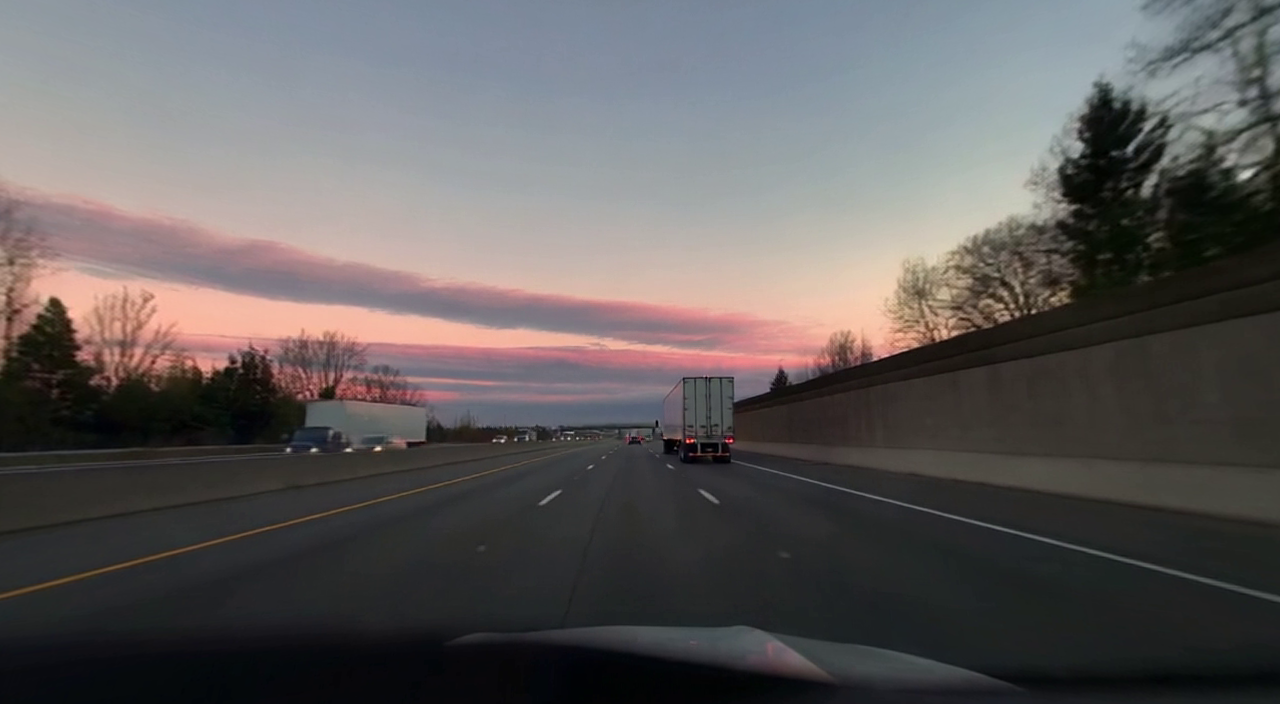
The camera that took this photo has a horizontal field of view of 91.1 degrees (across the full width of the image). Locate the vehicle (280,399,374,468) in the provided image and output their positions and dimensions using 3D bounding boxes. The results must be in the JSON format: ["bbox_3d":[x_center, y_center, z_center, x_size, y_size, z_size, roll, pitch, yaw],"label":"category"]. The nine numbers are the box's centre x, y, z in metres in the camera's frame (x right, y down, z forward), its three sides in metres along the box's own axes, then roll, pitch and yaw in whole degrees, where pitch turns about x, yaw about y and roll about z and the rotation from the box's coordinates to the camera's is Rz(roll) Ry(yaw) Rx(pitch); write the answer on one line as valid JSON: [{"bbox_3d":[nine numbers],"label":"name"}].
[{"bbox_3d":[-20.264,5.331,41.129,2.877,4.178,5.690,0,-7,3],"label":"vehicle"}]

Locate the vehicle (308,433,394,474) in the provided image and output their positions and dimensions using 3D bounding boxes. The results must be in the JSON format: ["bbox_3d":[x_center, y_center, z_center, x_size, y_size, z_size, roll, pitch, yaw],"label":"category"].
[{"bbox_3d":[-12.140,4.270,26.726,1.825,1.547,3.994,-1,-8,-1],"label":"vehicle"}]

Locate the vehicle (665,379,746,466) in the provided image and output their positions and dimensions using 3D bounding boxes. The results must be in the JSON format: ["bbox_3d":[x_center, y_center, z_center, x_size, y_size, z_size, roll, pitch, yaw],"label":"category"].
[{"bbox_3d":[3.428,4.352,37.841,2.979,4.161,15.508,1,-7,-1],"label":"vehicle"}]
